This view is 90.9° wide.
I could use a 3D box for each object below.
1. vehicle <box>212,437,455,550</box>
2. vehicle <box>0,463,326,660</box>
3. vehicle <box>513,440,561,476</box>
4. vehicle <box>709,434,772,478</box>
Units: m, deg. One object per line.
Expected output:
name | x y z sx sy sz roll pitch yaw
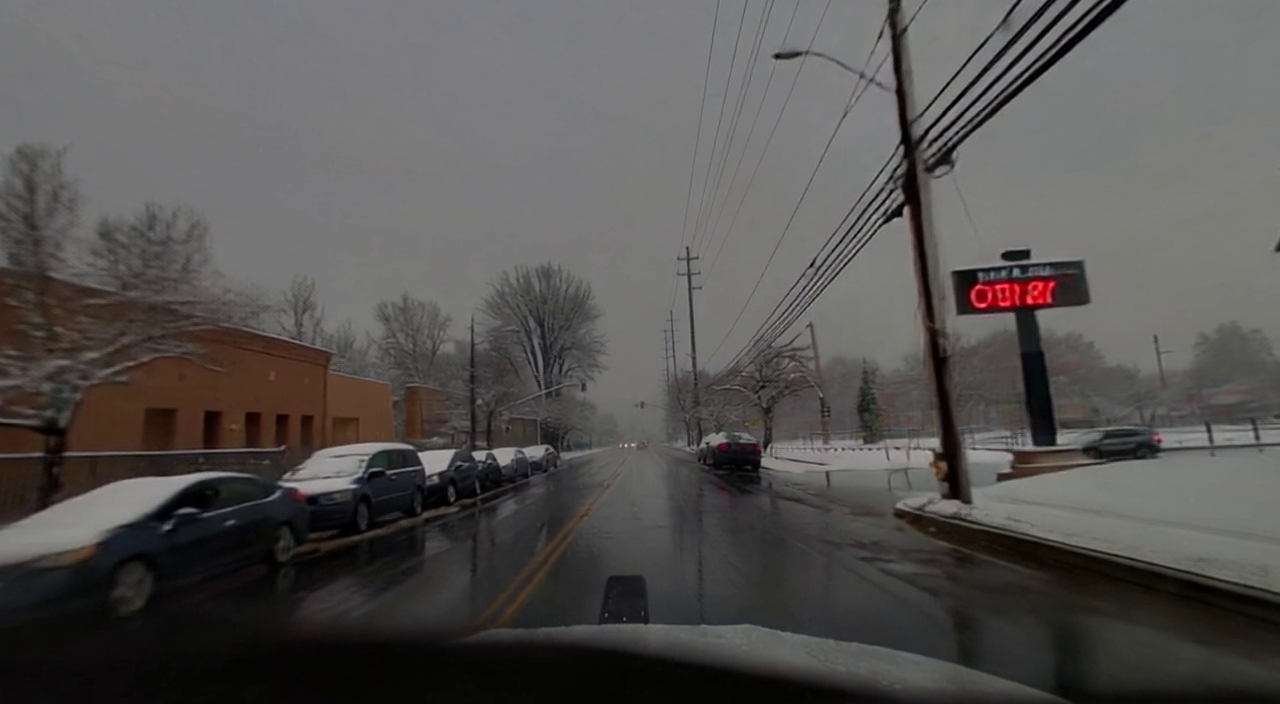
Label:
vehicle | -5.815 2.698 12.993 2.286 1.836 5.088 -1 -8 2
vehicle | -5.960 2.150 7.570 1.982 1.453 4.577 0 -8 1
vehicle | -5.755 5.930 35.767 2.126 1.864 4.831 0 -8 -2
vehicle | 3.994 4.210 25.774 1.948 1.607 4.873 0 -8 2
